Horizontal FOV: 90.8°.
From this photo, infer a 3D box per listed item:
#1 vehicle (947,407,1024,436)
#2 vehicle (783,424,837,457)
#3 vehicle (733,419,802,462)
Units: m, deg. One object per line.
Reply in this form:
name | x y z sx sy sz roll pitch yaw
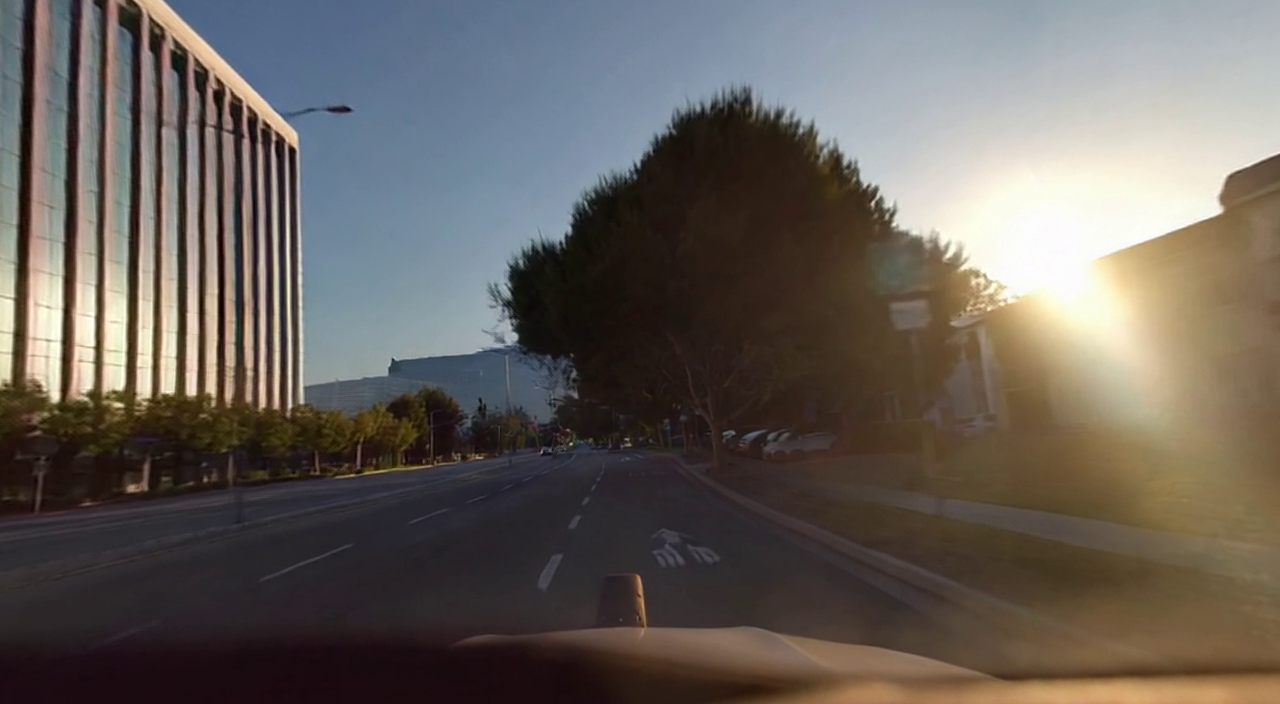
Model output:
vehicle | 19.521 3.998 35.930 1.890 1.492 4.494 0 -8 1
vehicle | 8.491 4.462 31.806 1.842 1.535 3.638 -1 -8 3
vehicle | 6.157 4.392 31.176 2.160 1.944 5.086 0 -8 -2
